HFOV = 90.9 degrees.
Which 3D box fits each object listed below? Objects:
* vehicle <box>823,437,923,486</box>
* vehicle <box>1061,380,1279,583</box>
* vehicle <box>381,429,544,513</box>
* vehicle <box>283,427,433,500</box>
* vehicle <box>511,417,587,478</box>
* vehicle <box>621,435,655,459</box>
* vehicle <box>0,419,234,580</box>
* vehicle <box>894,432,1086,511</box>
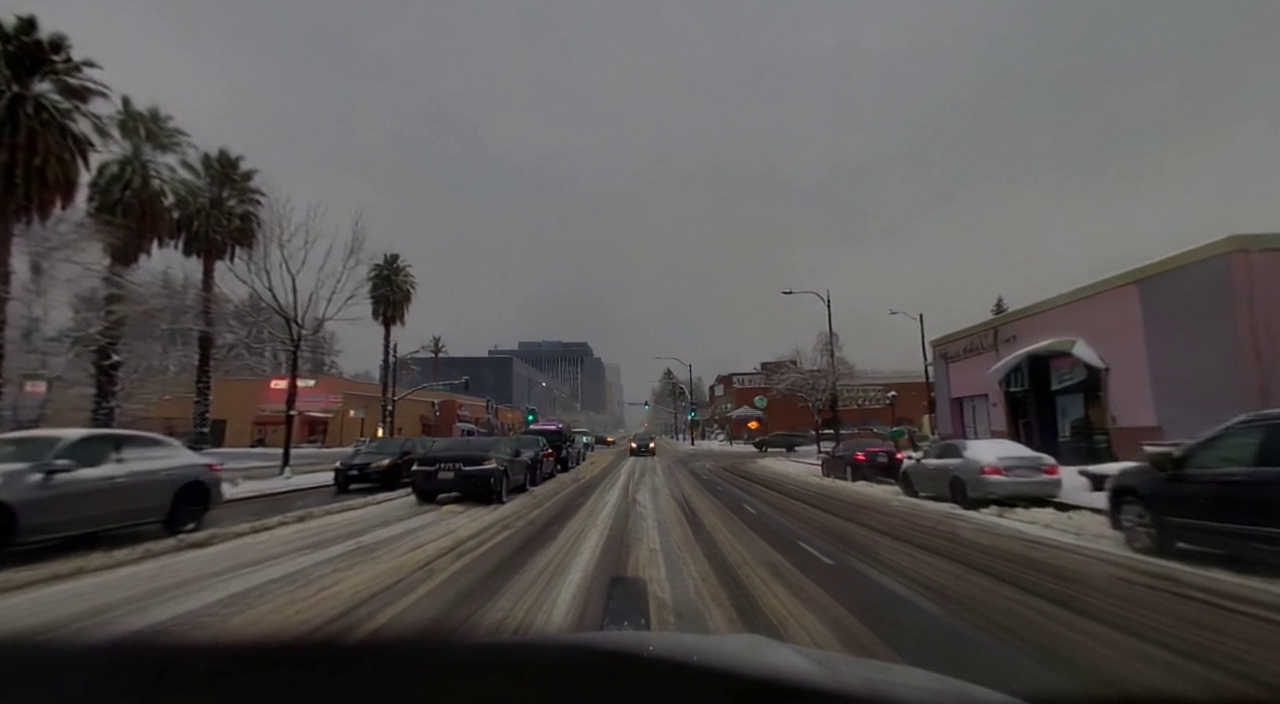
[{"bbox_3d":[7.778,3.687,21.506,1.888,1.496,4.294,0,-8,2],"label":"vehicle"},{"bbox_3d":[7.285,1.262,6.185,2.256,1.936,5.838,0,-8,0],"label":"vehicle"},{"bbox_3d":[-3.516,2.460,13.553,2.044,1.462,4.624,0,-8,2],"label":"vehicle"},{"bbox_3d":[-6.631,2.653,15.389,1.668,1.525,4.168,0,-8,1],"label":"vehicle"},{"bbox_3d":[-3.290,3.595,23.801,2.158,2.040,4.511,0,-8,0],"label":"vehicle"},{"bbox_3d":[-0.101,6.187,41.079,2.092,1.497,4.446,0,-8,1],"label":"vehicle"},{"bbox_3d":[-7.046,1.556,7.027,2.071,1.501,4.339,0,-8,1],"label":"vehicle"},{"bbox_3d":[7.812,2.691,14.693,1.985,1.549,4.404,0,-8,1],"label":"vehicle"}]
